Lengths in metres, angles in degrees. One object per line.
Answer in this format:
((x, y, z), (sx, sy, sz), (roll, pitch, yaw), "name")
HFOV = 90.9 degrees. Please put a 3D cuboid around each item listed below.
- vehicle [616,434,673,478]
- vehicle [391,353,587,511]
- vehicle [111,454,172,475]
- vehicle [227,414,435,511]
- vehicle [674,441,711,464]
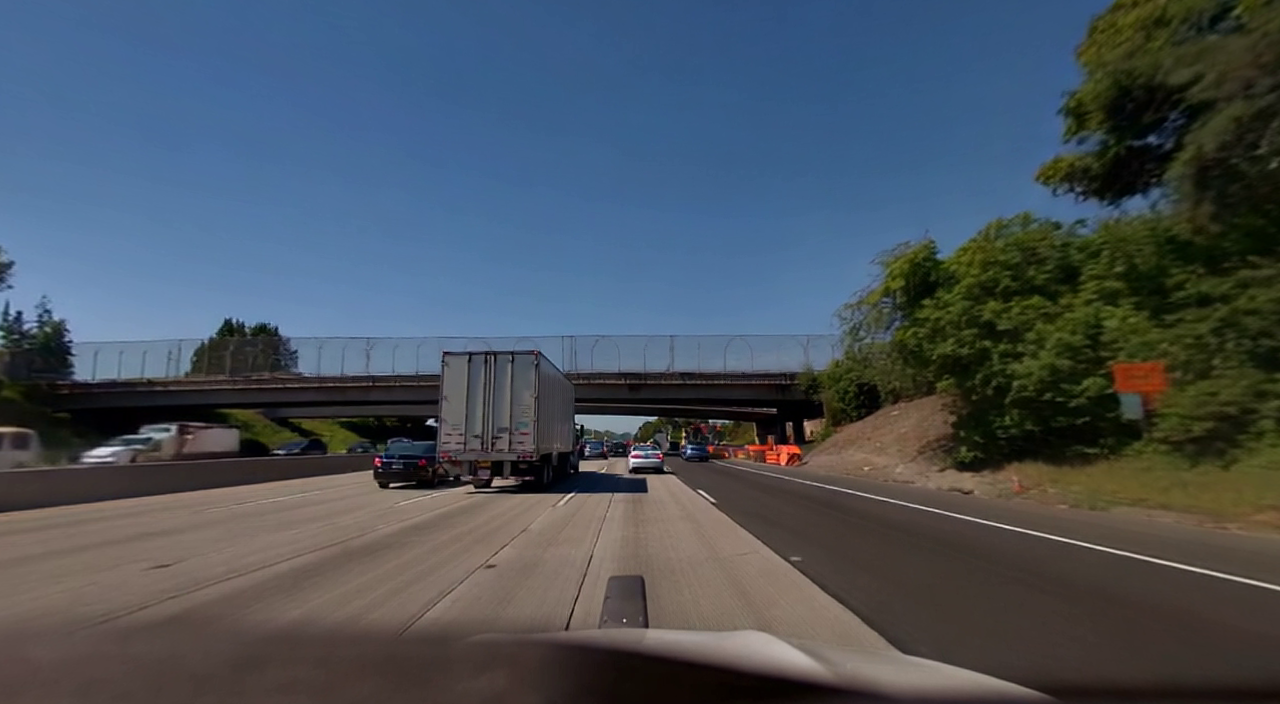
((0.125, 4.384, 26.963), (2.270, 1.696, 4.061), (0, -8, -2), "vehicle")
((-3.602, 2.427, 18.728), (3.075, 3.276, 11.073), (0, -8, 0), "vehicle")
((-35.474, 7.980, 44.961), (1.489, 1.364, 3.405), (0, -8, 0), "vehicle")
((-7.458, 2.738, 16.242), (2.309, 2.007, 5.974), (0, -8, 0), "vehicle")
((3.501, 6.804, 42.770), (2.003, 1.465, 4.092), (0, -8, -2), "vehicle")
